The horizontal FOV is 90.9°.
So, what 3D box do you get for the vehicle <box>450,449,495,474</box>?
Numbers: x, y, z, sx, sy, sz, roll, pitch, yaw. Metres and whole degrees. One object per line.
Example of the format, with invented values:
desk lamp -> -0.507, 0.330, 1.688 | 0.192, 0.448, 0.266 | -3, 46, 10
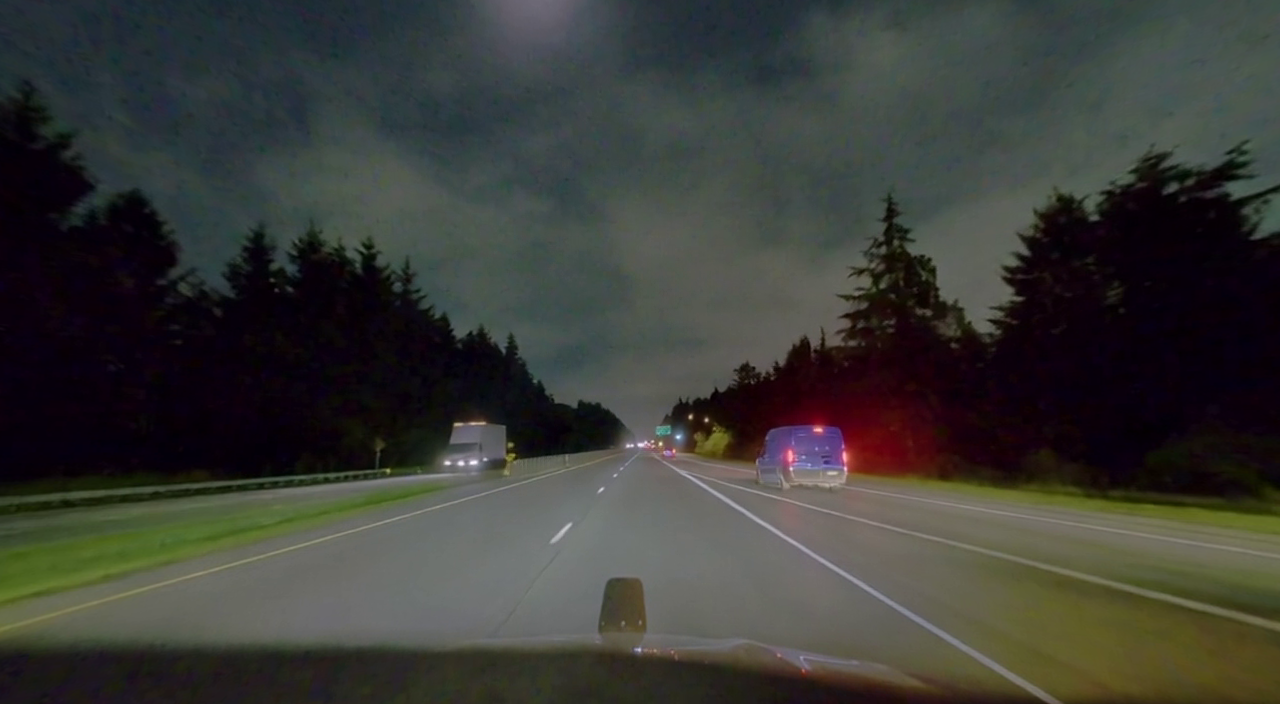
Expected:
vehicle -> -10.306, 6.781, 39.051 | 1.696, 1.442, 3.589 | 0, -9, 1
